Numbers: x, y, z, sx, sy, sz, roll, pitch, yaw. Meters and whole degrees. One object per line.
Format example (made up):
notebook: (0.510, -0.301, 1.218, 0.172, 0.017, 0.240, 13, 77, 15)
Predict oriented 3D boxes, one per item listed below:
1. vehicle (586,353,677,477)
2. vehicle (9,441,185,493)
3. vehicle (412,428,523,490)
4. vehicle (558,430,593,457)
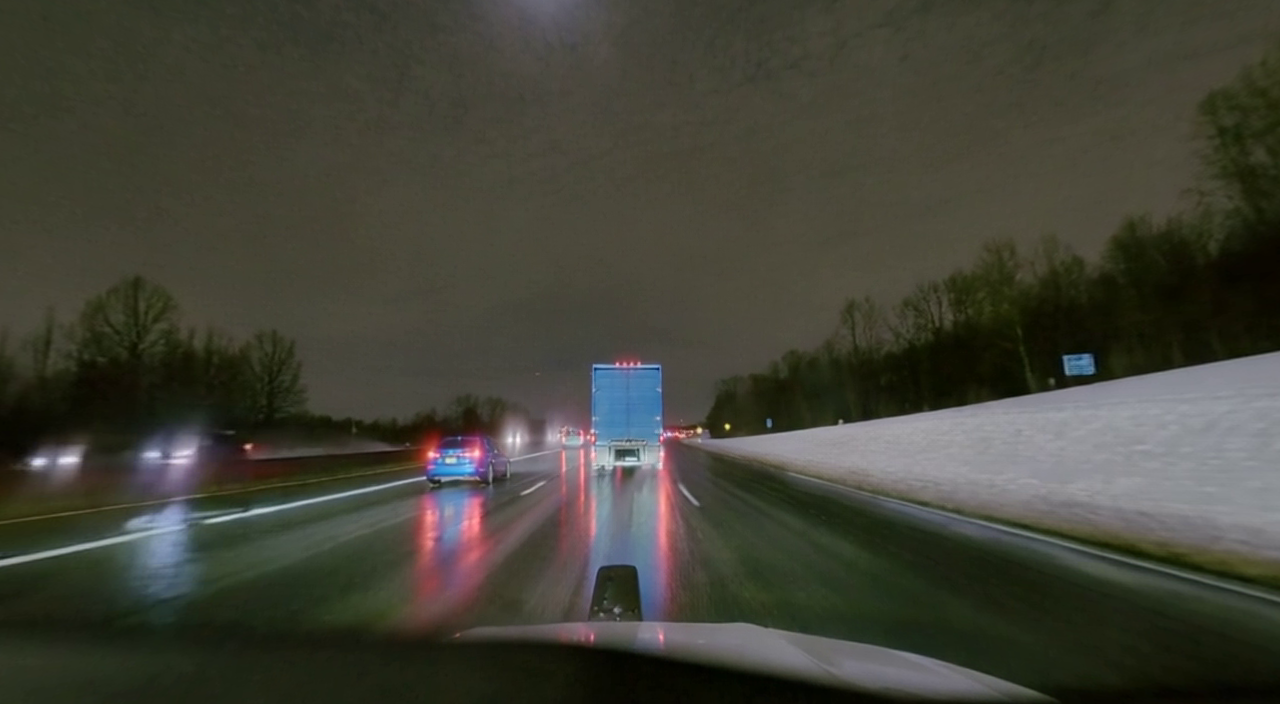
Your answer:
vehicle: (-0.384, 2.723, 25.614, 2.953, 4.041, 10.072, 0, -8, -1)
vehicle: (-18.068, 3.797, 21.301, 1.883, 1.499, 4.621, 0, -8, 0)
vehicle: (-4.772, 3.007, 18.122, 1.931, 1.539, 4.441, 0, -8, 0)
vehicle: (-4.542, 6.505, 44.896, 2.019, 1.834, 4.644, 0, -8, 0)
